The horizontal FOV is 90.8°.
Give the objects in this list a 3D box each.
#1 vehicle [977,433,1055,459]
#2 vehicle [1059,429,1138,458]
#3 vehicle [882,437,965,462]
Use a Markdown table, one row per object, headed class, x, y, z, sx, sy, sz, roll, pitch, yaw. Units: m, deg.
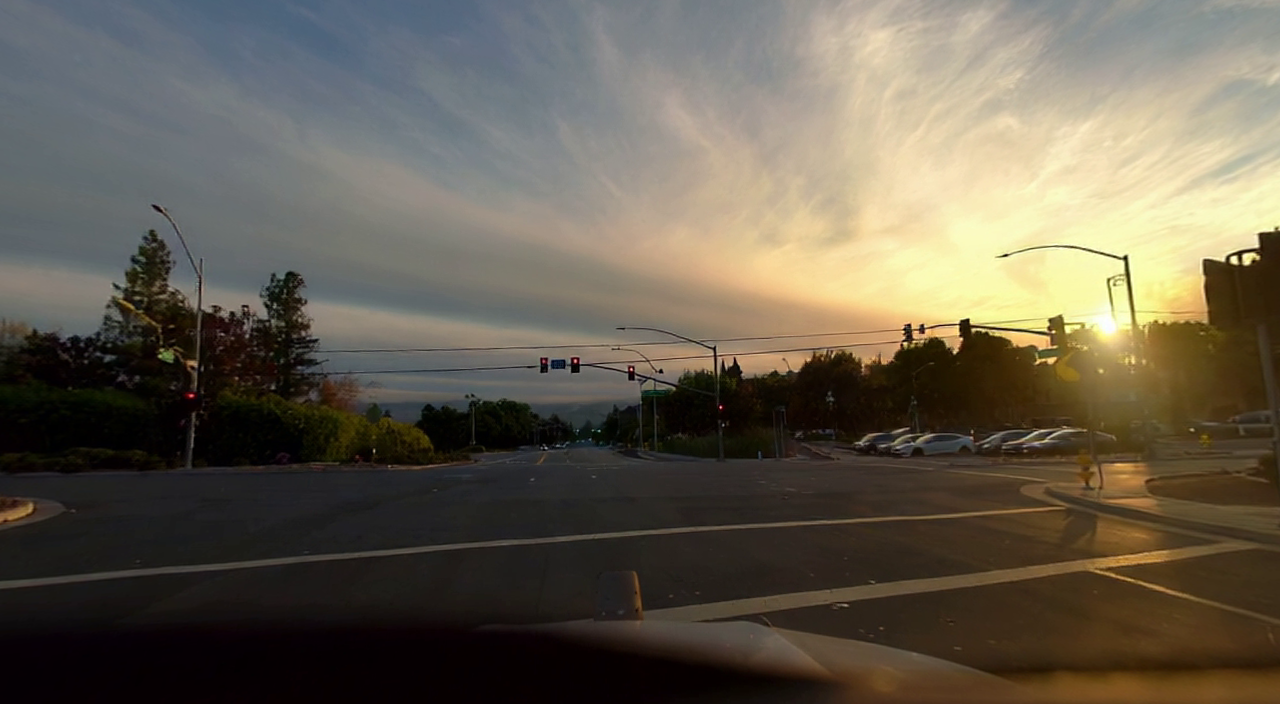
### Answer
| class | x | y | z | sx | sy | sz | roll | pitch | yaw |
| --- | --- | --- | --- | --- | --- | --- | --- | --- | --- |
| vehicle | 26.949 | 6.734 | 45.268 | 5.032 | 1.828 | 2.183 | 4 | -9 | -24 |
| vehicle | 36.115 | 7.205 | 49.712 | 6.148 | 2.119 | 2.473 | 4 | -10 | -28 |
| vehicle | 18.691 | 6.431 | 41.619 | 5.234 | 1.549 | 1.982 | 4 | -9 | -24 |
